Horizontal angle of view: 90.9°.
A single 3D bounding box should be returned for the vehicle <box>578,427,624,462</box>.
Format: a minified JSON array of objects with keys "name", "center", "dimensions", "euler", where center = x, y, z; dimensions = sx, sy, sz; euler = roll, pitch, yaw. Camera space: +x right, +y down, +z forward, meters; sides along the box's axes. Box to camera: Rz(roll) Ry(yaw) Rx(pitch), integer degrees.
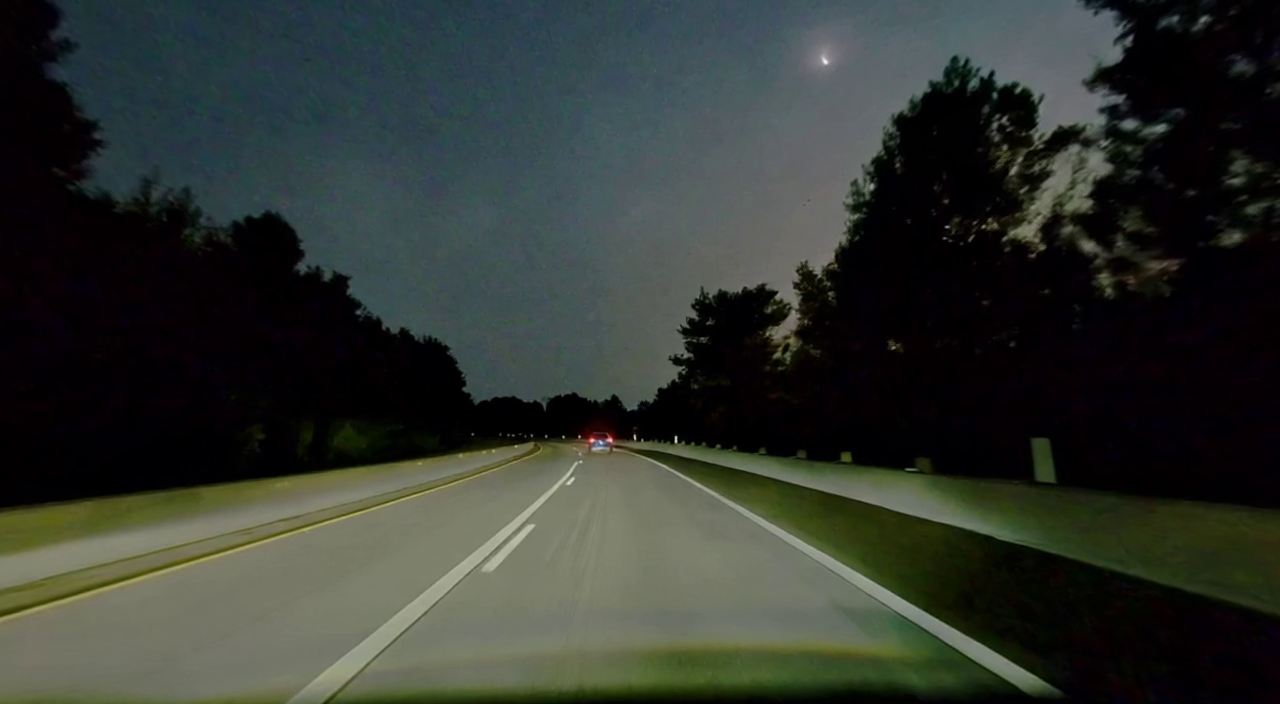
[{"name":"vehicle","center":[-2.253,5.231,35.955],"dimensions":[2.452,1.857,4.022],"euler":[1,-8,-5]}]
